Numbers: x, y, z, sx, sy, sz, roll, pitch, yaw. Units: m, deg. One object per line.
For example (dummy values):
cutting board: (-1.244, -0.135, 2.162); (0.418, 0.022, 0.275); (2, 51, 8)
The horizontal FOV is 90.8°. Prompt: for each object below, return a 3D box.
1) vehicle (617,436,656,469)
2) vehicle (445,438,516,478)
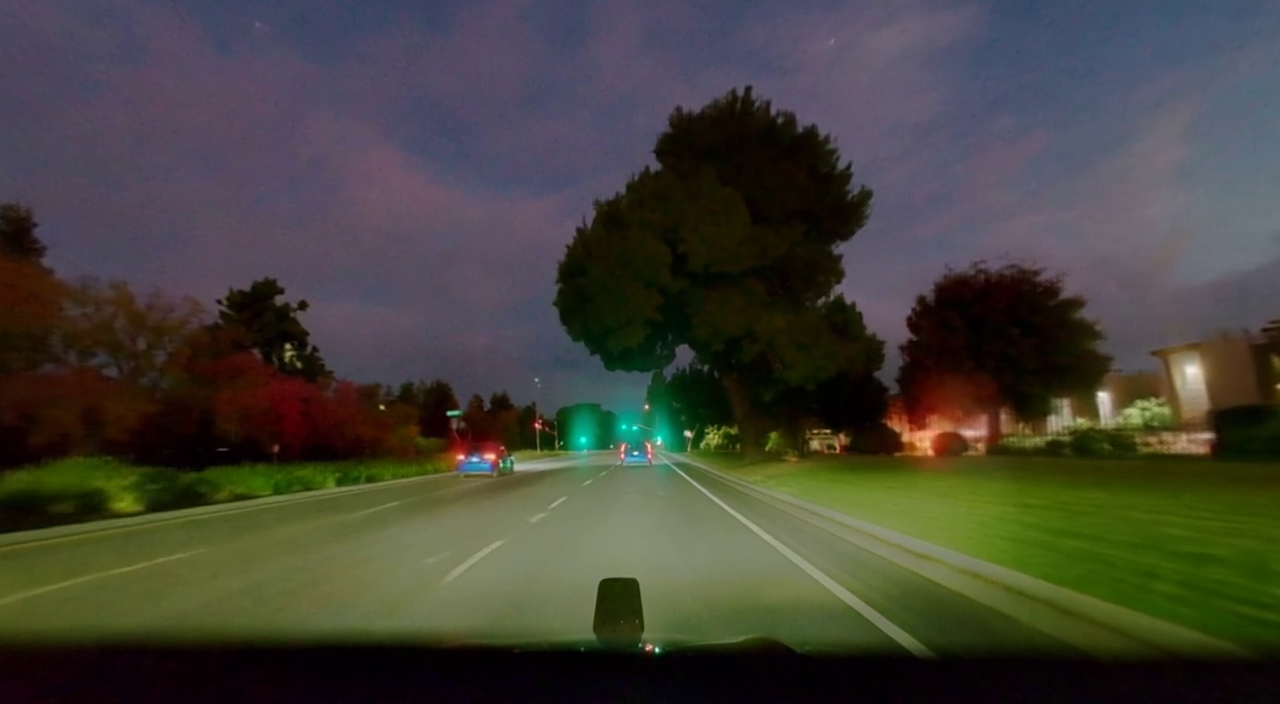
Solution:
vehicle: (-0.180, 5.746, 36.347); (2.070, 1.764, 4.552); (0, -8, 0)
vehicle: (-7.188, 4.803, 28.951); (1.993, 1.657, 4.487); (0, -8, 1)
